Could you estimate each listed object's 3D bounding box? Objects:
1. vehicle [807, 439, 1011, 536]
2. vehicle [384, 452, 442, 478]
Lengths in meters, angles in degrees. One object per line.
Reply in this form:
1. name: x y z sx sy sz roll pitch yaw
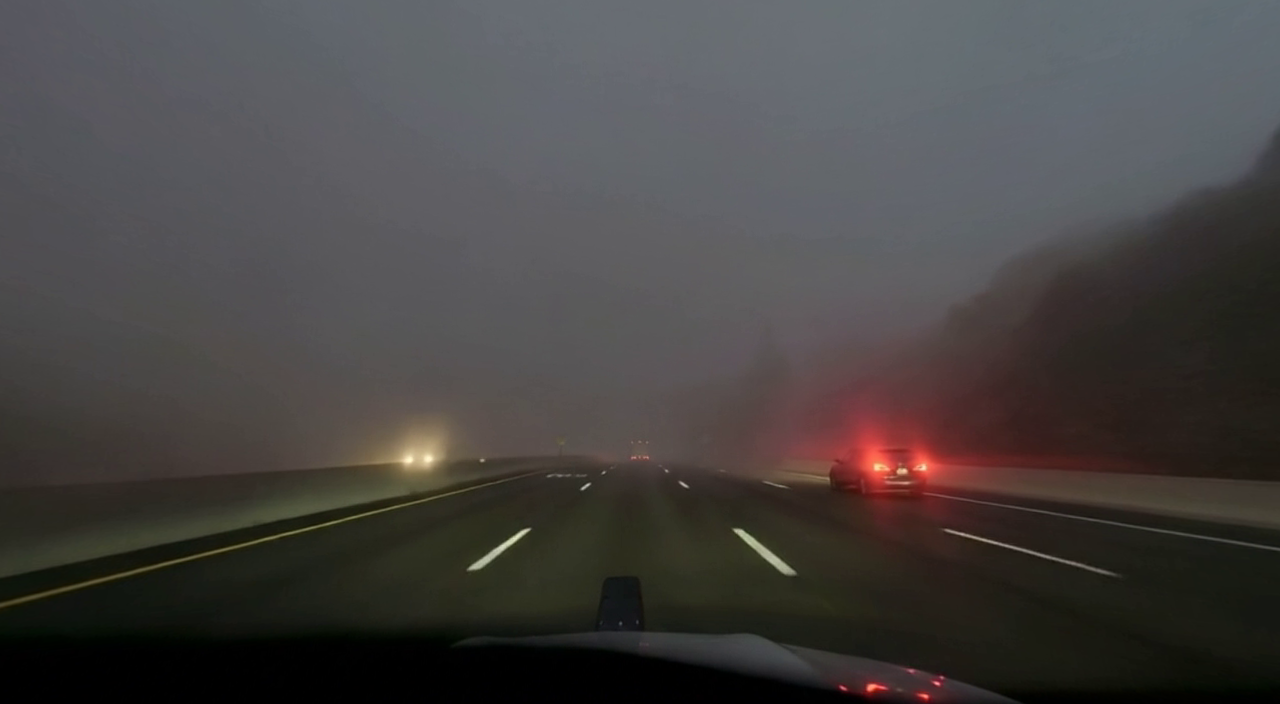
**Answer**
1. vehicle: 4.792 2.464 12.035 1.976 1.495 4.217 0 -9 -1
2. vehicle: -14.644 7.303 40.880 1.916 1.526 4.581 0 -9 1
